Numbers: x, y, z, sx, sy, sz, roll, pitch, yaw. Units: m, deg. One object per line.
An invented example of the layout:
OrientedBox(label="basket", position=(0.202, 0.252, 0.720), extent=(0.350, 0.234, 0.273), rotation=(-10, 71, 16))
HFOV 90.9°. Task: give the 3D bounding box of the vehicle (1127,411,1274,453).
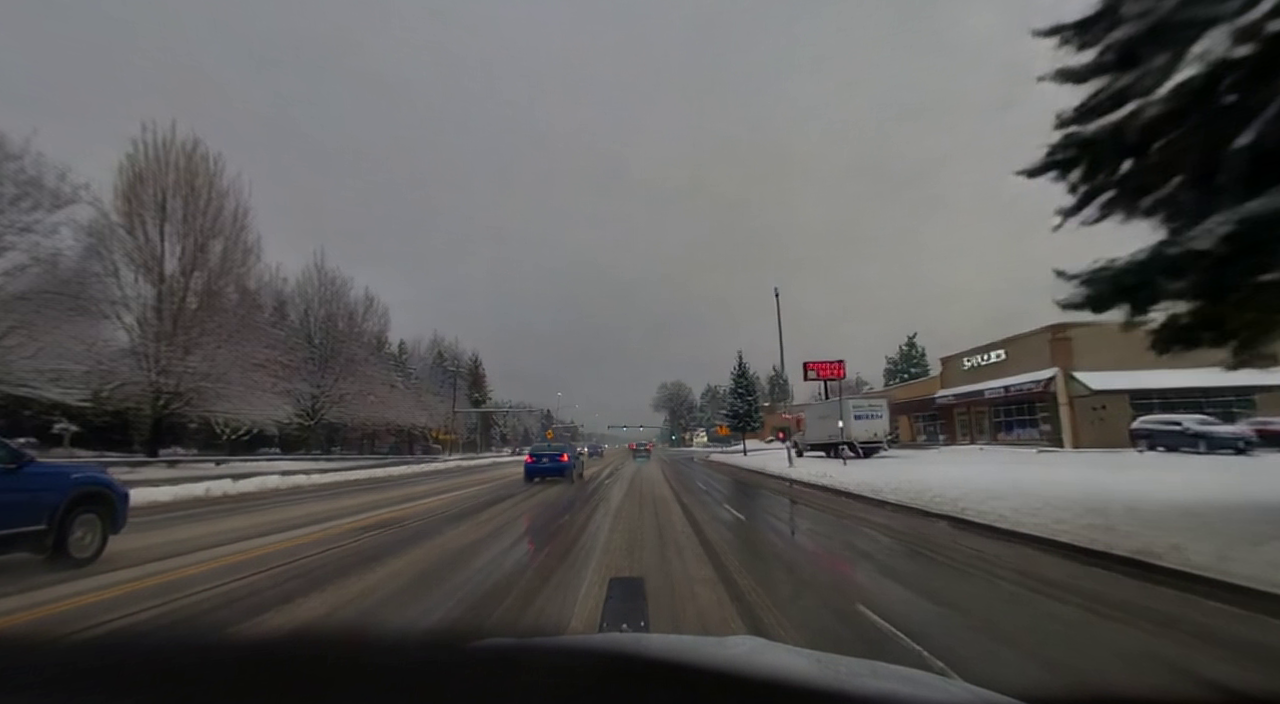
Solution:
OrientedBox(label="vehicle", position=(25.254, 3.643, 28.516), extent=(4.643, 1.852, 1.978), rotation=(0, -9, 1))

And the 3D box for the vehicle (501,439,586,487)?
OrientedBox(label="vehicle", position=(-3.202, 3.801, 21.914), extent=(2.152, 1.479, 4.394), rotation=(0, -9, 1))

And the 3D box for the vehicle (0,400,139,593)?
OrientedBox(label="vehicle", position=(-6.813, 1.190, 4.941), extent=(2.043, 1.726, 4.472), rotation=(0, -9, 0))

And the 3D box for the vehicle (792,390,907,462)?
OrientedBox(label="vehicle", position=(12.132, 4.631, 37.994), extent=(2.995, 3.704, 10.928), rotation=(0, -9, -1))
